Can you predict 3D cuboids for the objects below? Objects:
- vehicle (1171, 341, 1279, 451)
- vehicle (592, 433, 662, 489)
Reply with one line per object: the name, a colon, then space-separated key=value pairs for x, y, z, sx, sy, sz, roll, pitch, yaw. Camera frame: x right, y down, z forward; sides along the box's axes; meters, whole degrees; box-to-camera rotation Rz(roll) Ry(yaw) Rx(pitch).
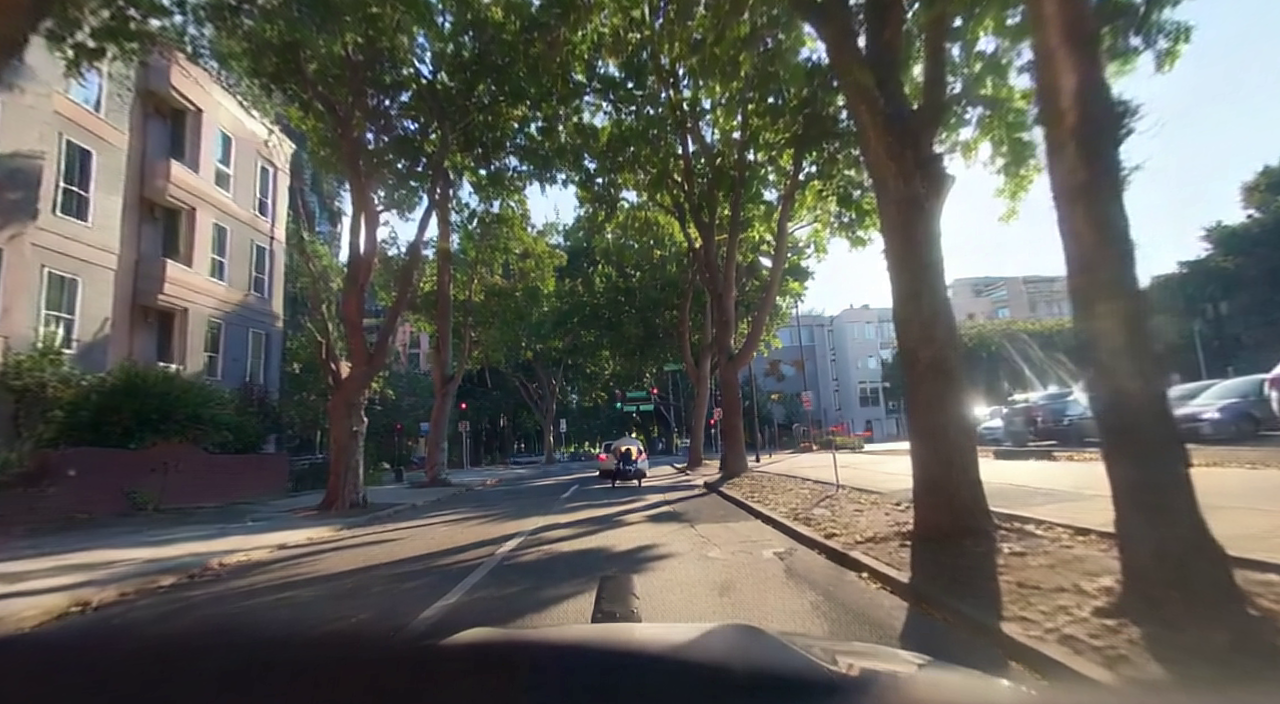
vehicle: x=11.687 y=0.671 z=9.974 sx=4.559 sy=1.619 sz=1.855 roll=-3 pitch=-9 yaw=6
vehicle: x=-0.391 y=3.633 z=21.349 sx=2.142 sy=1.686 sz=3.816 roll=-1 pitch=-8 yaw=1
